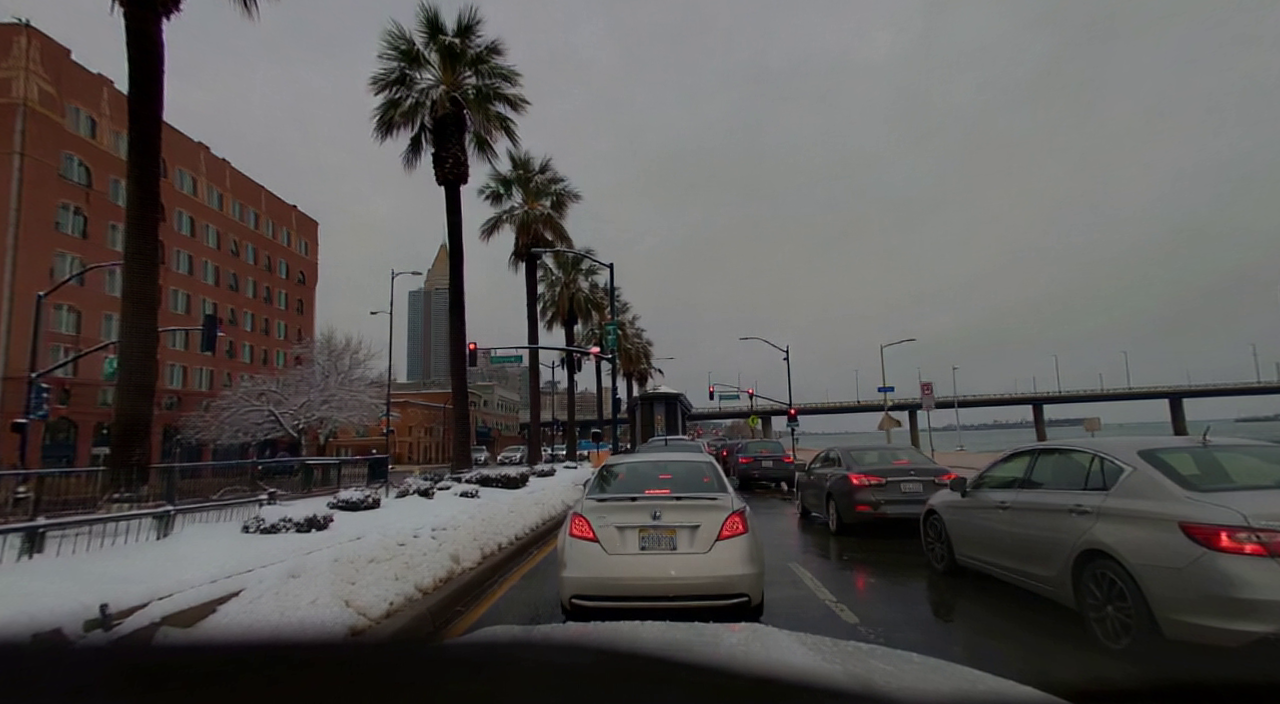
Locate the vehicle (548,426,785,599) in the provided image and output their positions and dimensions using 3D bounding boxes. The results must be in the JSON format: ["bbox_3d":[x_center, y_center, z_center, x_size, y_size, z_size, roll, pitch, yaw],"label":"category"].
[{"bbox_3d":[0.260,1.706,7.498,2.093,1.503,3.681,0,-9,1],"label":"vehicle"}]

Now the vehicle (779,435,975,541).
[{"bbox_3d":[3.884,2.291,11.300,1.920,1.490,4.417,-1,-9,2],"label":"vehicle"}]

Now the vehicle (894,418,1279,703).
[{"bbox_3d":[3.917,1.367,5.095,1.913,1.469,4.425,0,-9,0],"label":"vehicle"}]
